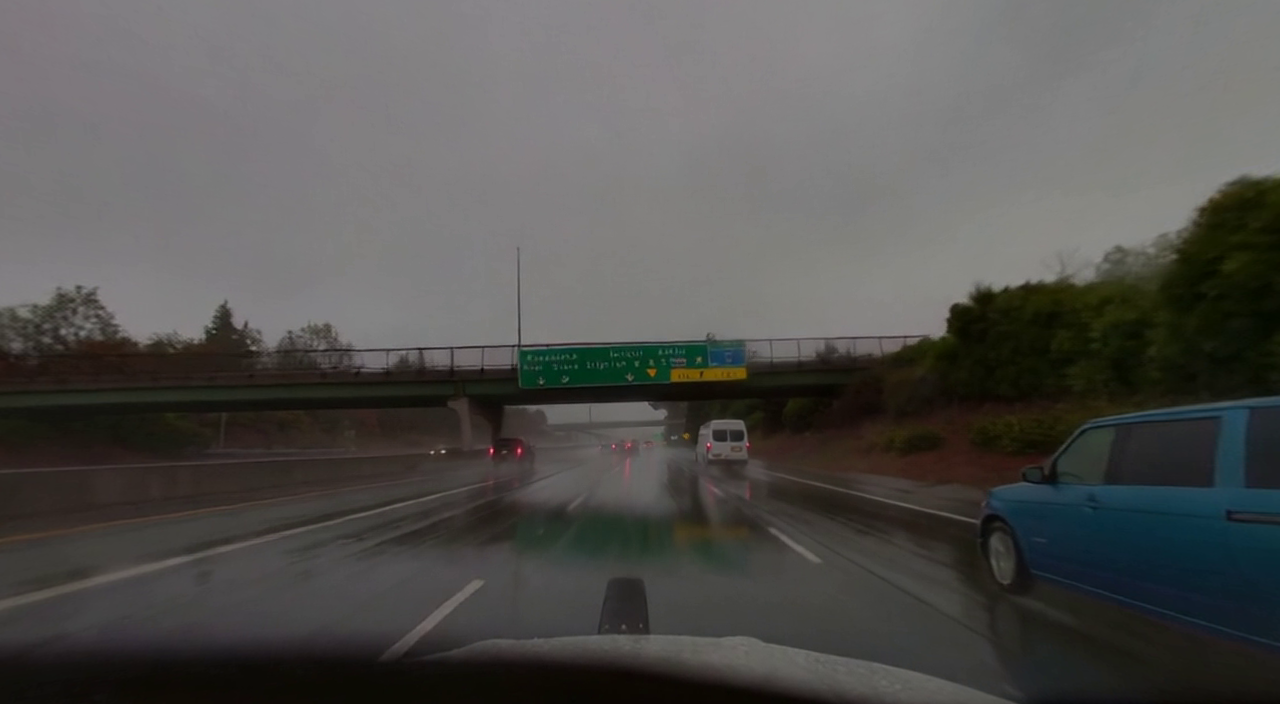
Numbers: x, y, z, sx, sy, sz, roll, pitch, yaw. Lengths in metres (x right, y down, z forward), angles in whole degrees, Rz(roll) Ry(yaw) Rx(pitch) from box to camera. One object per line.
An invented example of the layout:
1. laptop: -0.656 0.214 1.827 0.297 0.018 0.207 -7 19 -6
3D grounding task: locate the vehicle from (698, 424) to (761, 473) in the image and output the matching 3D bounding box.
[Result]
1. vehicle: 4.400 4.886 31.976 2.347 2.234 5.352 0 -8 0

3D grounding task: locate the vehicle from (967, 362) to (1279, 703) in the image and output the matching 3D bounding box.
1. vehicle: 4.107 0.981 3.568 2.100 1.690 4.536 0 -8 1

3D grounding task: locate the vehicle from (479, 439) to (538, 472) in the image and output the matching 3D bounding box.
1. vehicle: -6.976 5.533 33.983 2.068 1.632 4.623 -1 -8 2
